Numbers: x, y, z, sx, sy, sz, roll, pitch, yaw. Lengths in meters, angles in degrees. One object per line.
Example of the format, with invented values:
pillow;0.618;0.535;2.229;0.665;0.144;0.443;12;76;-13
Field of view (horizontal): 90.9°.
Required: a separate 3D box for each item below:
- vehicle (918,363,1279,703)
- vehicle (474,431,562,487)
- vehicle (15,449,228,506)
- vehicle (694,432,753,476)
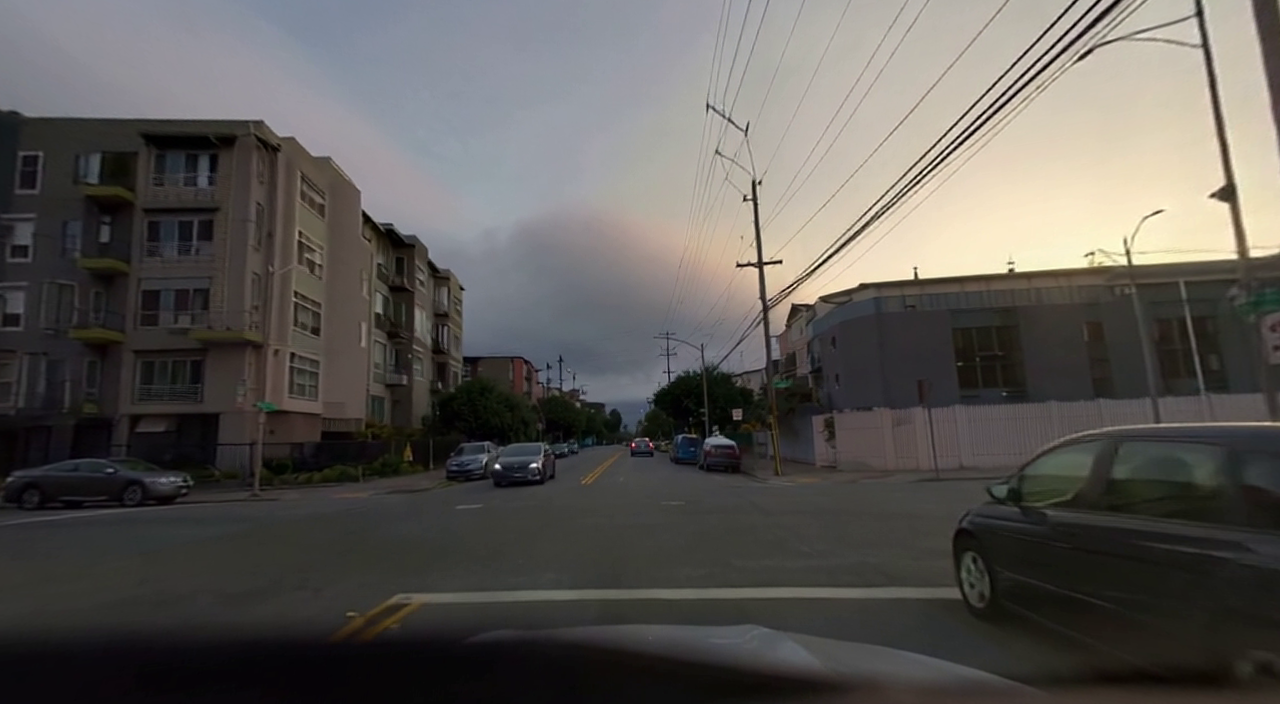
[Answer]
vehicle;3.523;1.062;3.574;1.994;1.697;4.274;0;-8;1
vehicle;-4.326;3.890;23.183;2.201;1.801;4.750;0;-8;1
vehicle;-17.264;4.182;21.194;5.354;1.773;1.991;0;-8;0
vehicle;3.772;4.734;29.412;2.164;1.721;4.416;-4;-9;1
